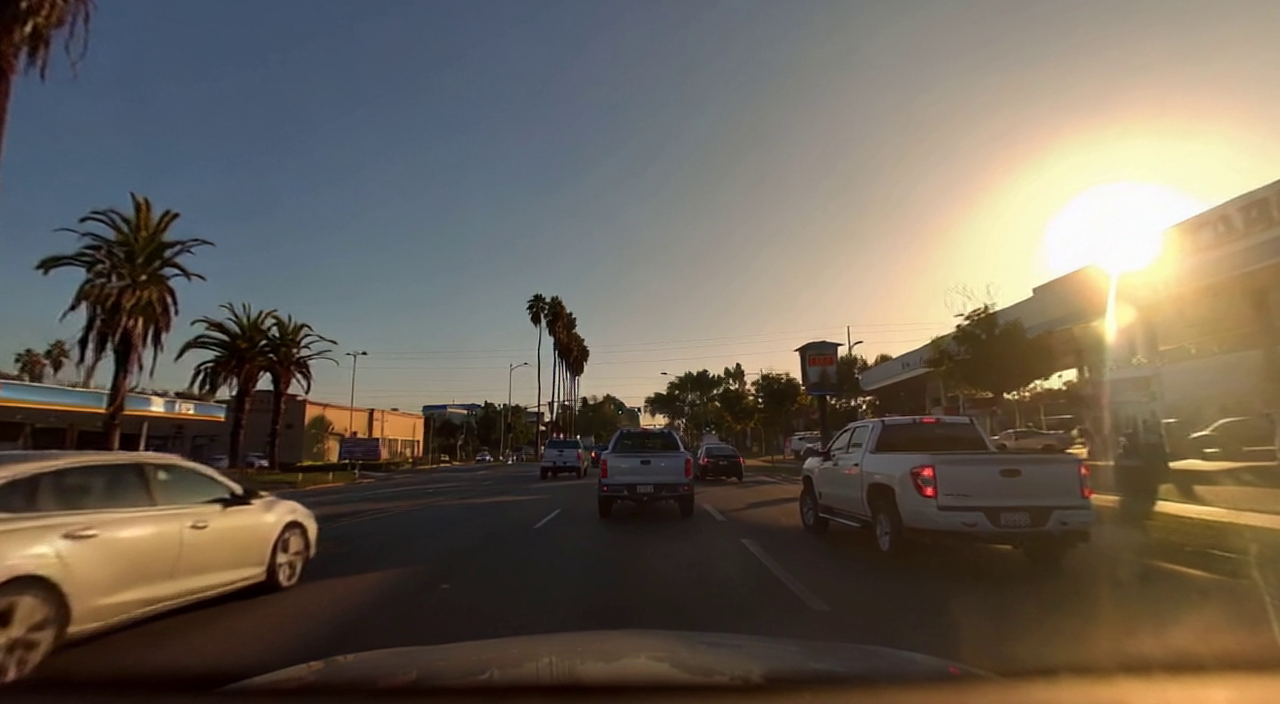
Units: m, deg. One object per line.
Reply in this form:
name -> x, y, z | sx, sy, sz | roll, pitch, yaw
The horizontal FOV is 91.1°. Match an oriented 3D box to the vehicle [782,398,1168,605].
vehicle -> 3.602, 1.736, 8.404 | 2.120, 1.828, 5.531 | 0, -8, 0

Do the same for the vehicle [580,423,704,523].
vehicle -> 0.089, 2.656, 14.451 | 2.295, 1.835, 5.471 | 0, -8, 1

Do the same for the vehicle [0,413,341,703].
vehicle -> -4.121, 1.212, 4.099 | 1.983, 1.502, 4.720 | 0, -8, 0

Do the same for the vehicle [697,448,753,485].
vehicle -> 3.574, 4.883, 27.086 | 1.901, 1.401, 3.965 | 0, -8, 1

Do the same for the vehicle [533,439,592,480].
vehicle -> -3.609, 5.096, 30.108 | 2.071, 1.811, 4.605 | 0, -8, 2
